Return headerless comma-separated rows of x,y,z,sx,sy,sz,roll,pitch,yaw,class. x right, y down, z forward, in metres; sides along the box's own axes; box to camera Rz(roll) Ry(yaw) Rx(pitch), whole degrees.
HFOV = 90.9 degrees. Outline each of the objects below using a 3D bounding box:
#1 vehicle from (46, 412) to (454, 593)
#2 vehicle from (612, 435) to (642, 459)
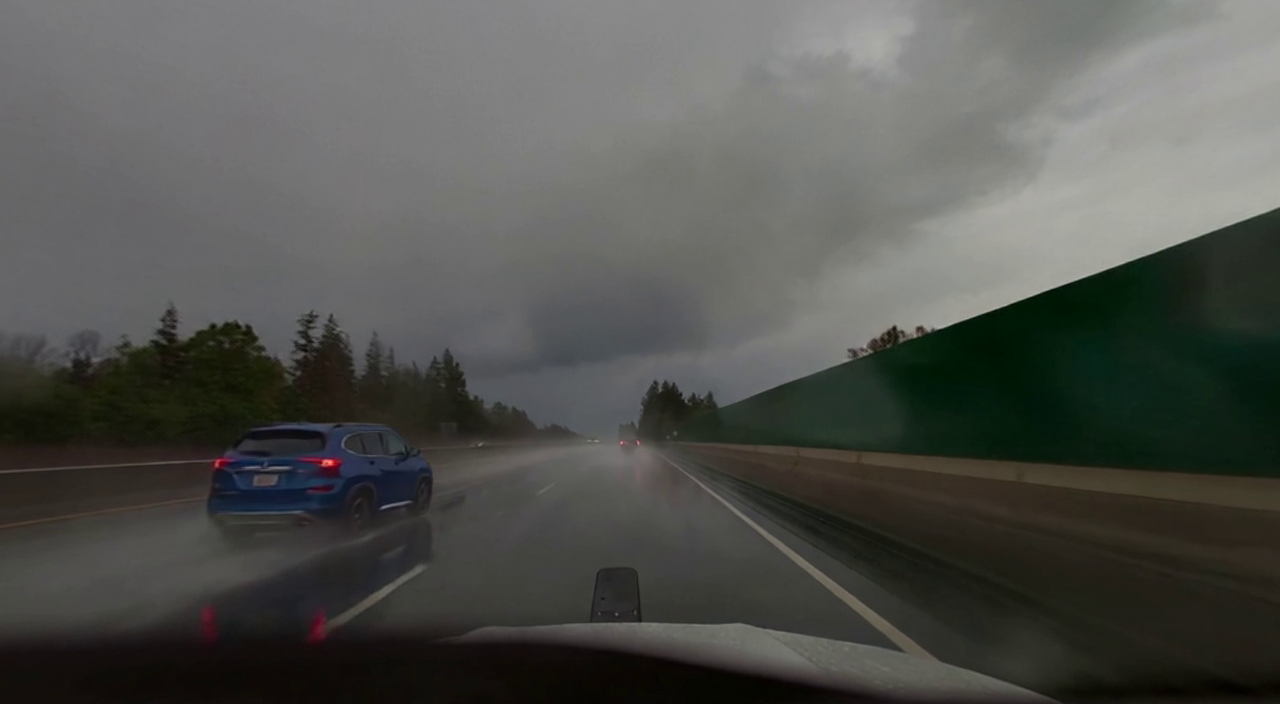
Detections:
-4.077,1.618,7.883,2.072,1.545,4.767,0,-8,0,vehicle
-0.851,6.101,40.648,1.836,1.450,3.519,0,-8,-1,vehicle
